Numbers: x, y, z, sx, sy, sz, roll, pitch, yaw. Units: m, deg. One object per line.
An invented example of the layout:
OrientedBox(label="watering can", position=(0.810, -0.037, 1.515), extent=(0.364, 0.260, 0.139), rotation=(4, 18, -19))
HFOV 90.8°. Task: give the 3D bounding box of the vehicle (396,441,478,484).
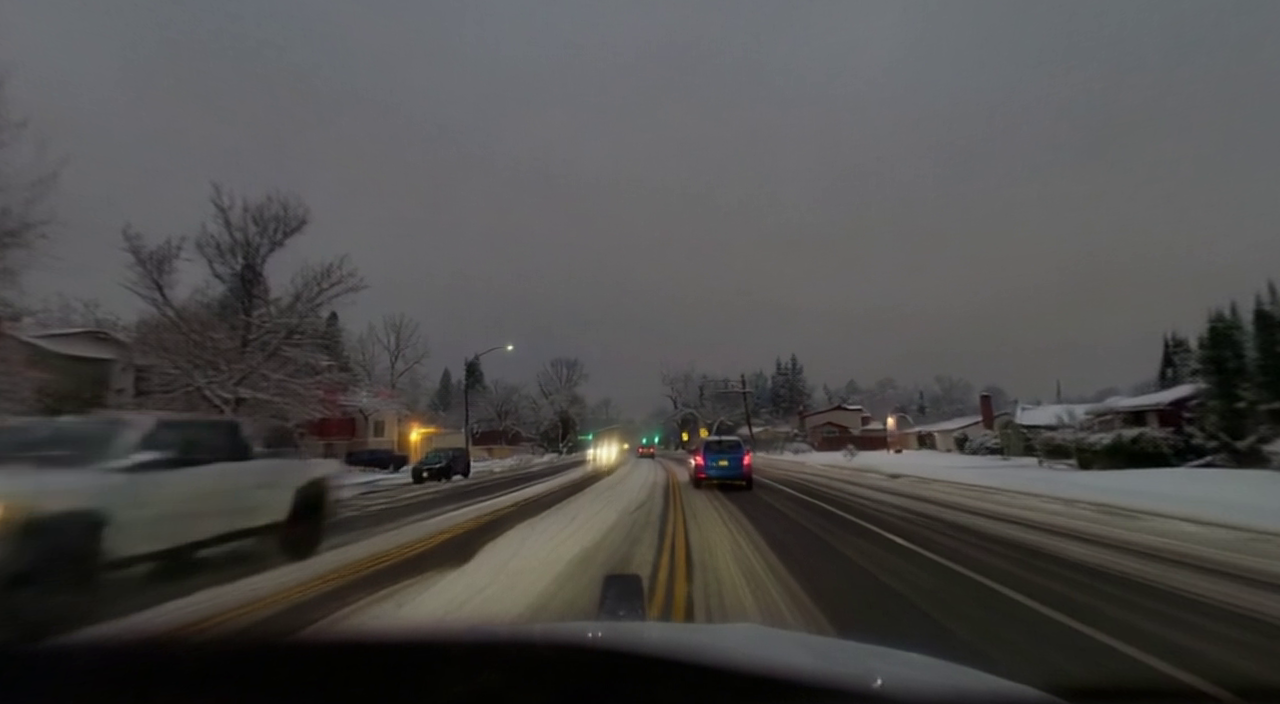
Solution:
OrientedBox(label="vehicle", position=(-9.230, 5.058, 29.186), extent=(2.188, 1.813, 4.478), rotation=(0, -8, 1))

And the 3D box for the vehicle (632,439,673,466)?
OrientedBox(label="vehicle", position=(0.641, 5.695, 35.842), extent=(2.196, 1.449, 4.006), rotation=(0, -8, -1))

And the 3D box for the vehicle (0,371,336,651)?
OrientedBox(label="vehicle", position=(-5.389, 1.371, 6.196), extent=(2.146, 1.912, 4.878), rotation=(-1, -8, 3))

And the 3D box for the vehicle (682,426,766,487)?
OrientedBox(label="vehicle", position=(2.586, 3.376, 20.681), extent=(2.200, 1.763, 4.676), rotation=(0, -8, 1))

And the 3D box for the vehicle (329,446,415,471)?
OrientedBox(label="vehicle", position=(-16.671, 6.628, 39.390), extent=(4.514, 1.523, 1.860), rotation=(0, -8, 2))
